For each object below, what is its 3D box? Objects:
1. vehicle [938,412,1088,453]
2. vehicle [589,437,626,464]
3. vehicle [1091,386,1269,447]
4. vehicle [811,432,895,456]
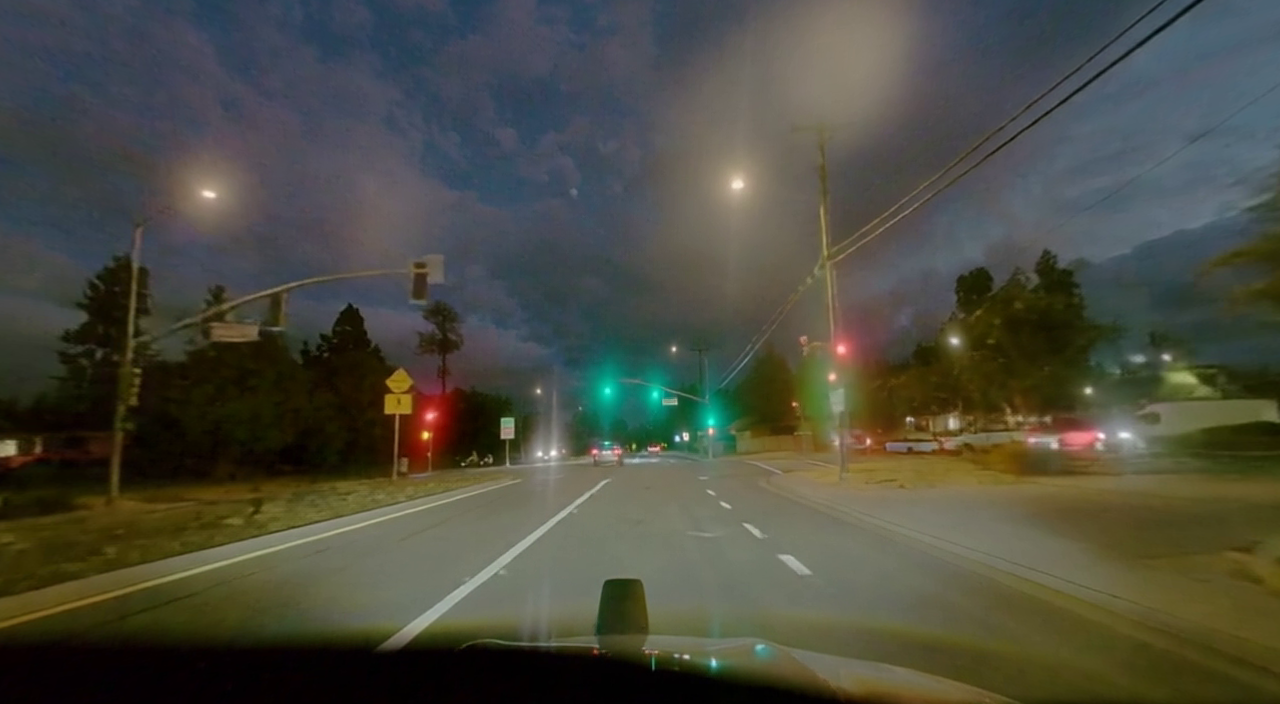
[{"bbox_3d":[19.102,4.169,32.455,6.313,2.043,2.272,0,-8,-3],"label":"vehicle"},{"bbox_3d":[-2.100,6.518,41.773,2.084,1.701,4.734,0,-8,1],"label":"vehicle"},{"bbox_3d":[28.528,3.463,33.505,7.116,3.077,2.655,0,-8,-4],"label":"vehicle"},{"bbox_3d":[13.639,5.921,40.535,4.665,1.498,1.866,0,-8,-3],"label":"vehicle"}]
